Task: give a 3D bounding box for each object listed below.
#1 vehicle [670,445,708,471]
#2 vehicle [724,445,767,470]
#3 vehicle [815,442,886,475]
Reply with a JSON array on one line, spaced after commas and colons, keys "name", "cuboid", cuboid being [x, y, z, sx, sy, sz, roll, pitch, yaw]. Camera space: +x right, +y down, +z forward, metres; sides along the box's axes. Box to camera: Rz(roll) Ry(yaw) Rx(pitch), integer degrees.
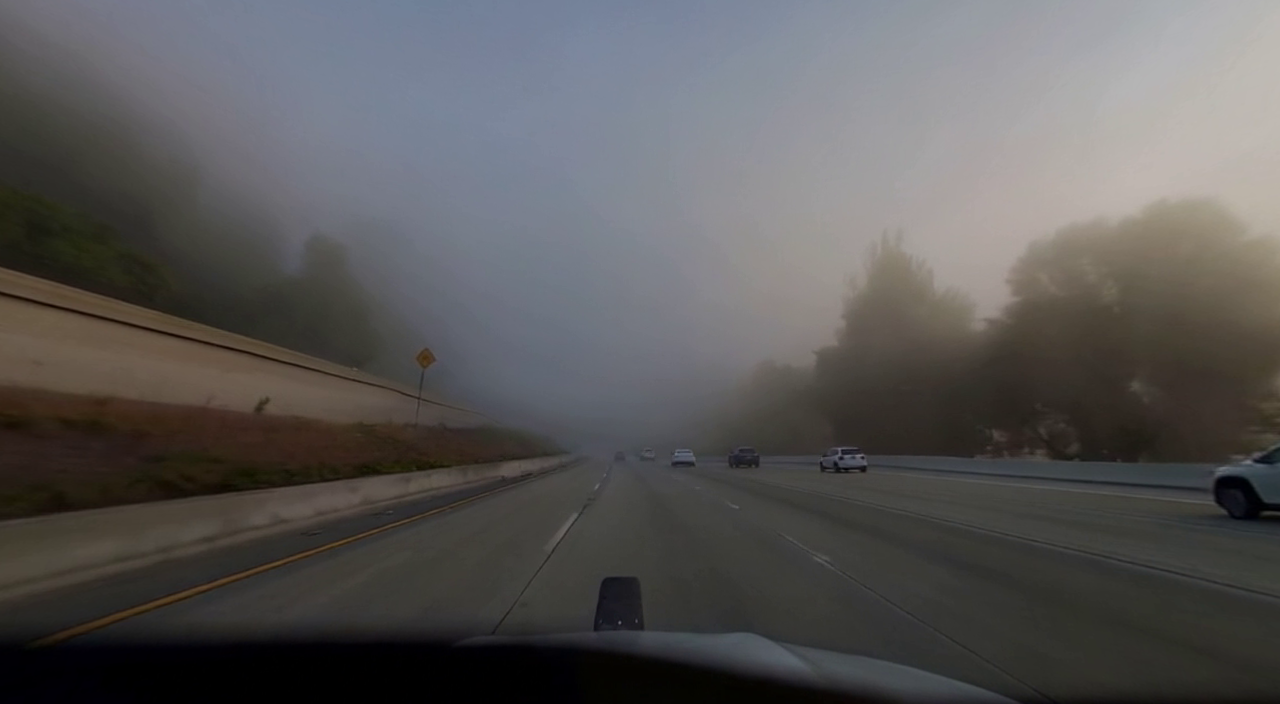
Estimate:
[{"name": "vehicle", "cuboid": [3.044, 6.658, 39.812, 1.934, 1.491, 3.982, 0, -8, -3]}, {"name": "vehicle", "cuboid": [6.904, 6.939, 41.602, 1.904, 1.488, 4.299, 0, -8, -3]}, {"name": "vehicle", "cuboid": [10.558, 5.377, 31.968, 1.987, 1.546, 4.271, 0, -8, -2]}]
